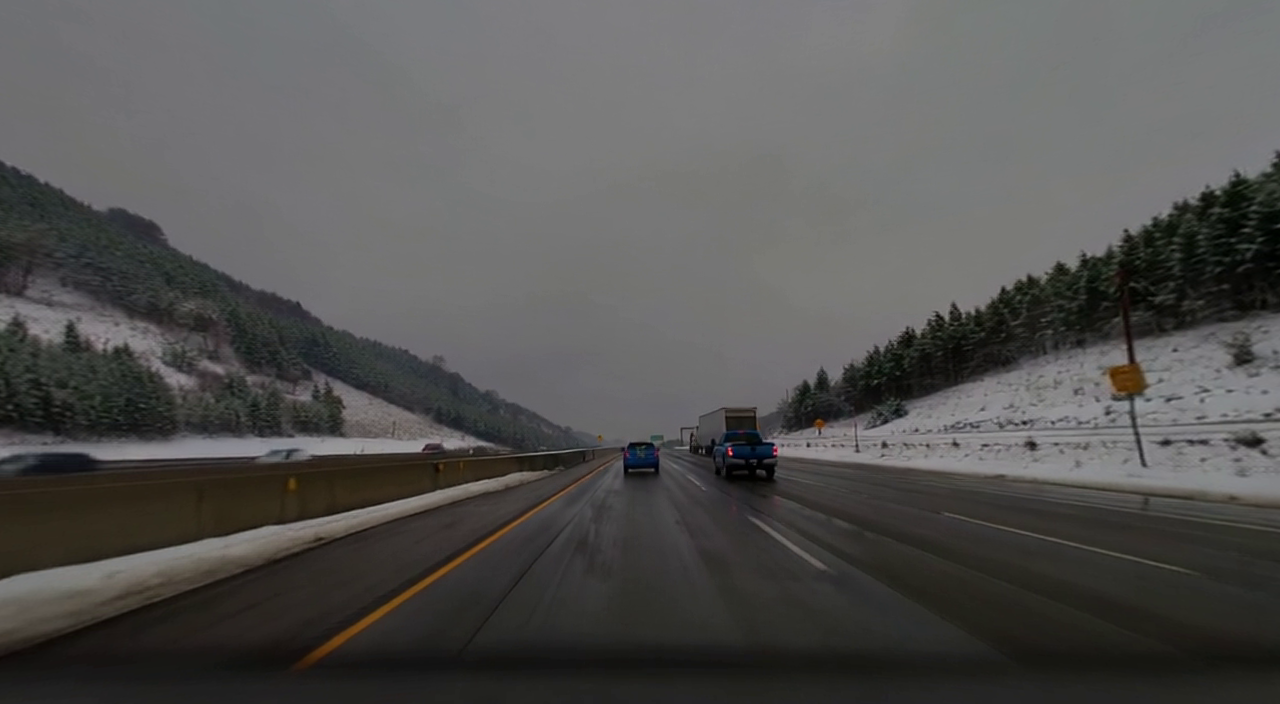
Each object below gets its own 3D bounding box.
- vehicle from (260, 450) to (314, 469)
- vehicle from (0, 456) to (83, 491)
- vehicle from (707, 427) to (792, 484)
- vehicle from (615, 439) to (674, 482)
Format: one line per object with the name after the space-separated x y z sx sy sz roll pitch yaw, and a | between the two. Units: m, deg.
-27.269 8.303 48.949 1.730 1.438 4.205 0 -9 1 | vehicle
-27.790 5.394 28.252 1.742 1.441 4.305 0 -9 1 | vehicle
3.759 3.676 22.602 2.098 1.794 4.561 0 -9 -2 | vehicle
0.124 4.103 24.205 2.083 1.477 3.965 0 -9 -1 | vehicle
